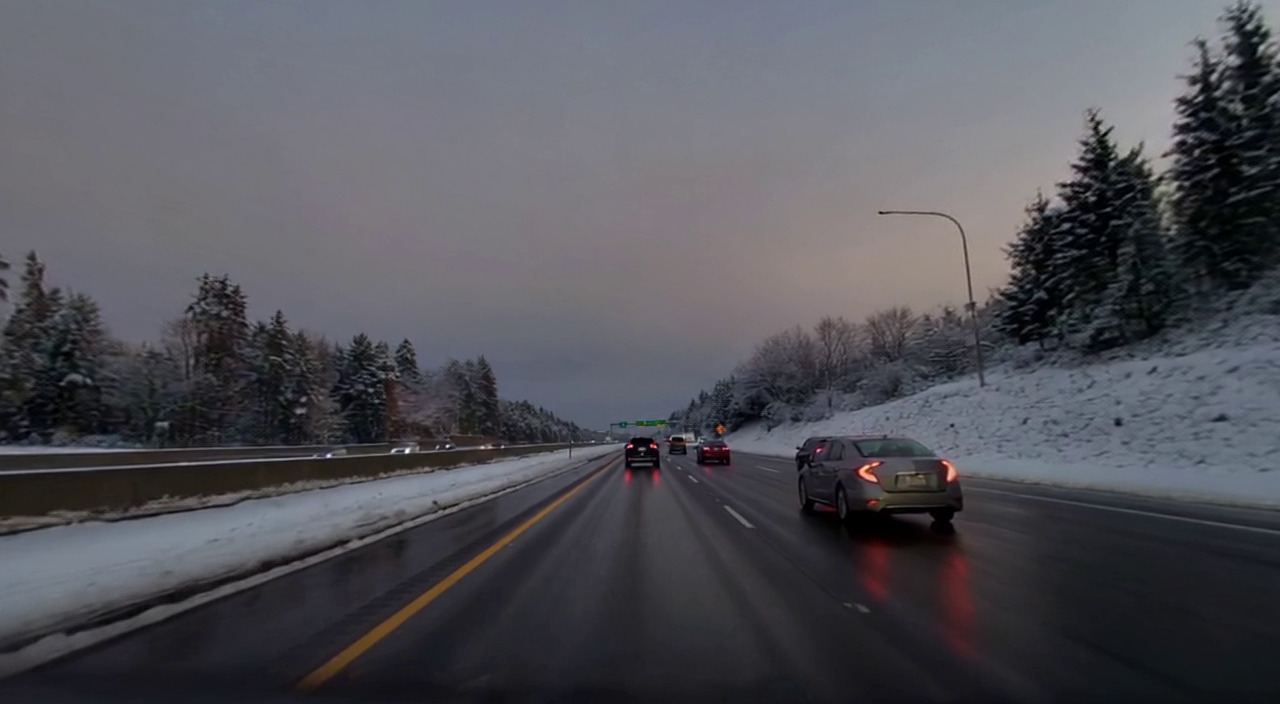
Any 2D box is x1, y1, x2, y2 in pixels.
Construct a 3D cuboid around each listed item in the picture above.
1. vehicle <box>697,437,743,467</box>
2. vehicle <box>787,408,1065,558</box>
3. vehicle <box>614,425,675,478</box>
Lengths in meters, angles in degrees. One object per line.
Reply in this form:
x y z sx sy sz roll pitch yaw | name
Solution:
4.220 5.349 33.784 1.825 1.487 4.034 0 -8 -1 | vehicle
3.745 1.788 9.359 2.003 1.661 4.418 0 -8 0 | vehicle
0.159 3.877 24.761 2.189 1.852 4.038 0 -8 0 | vehicle
